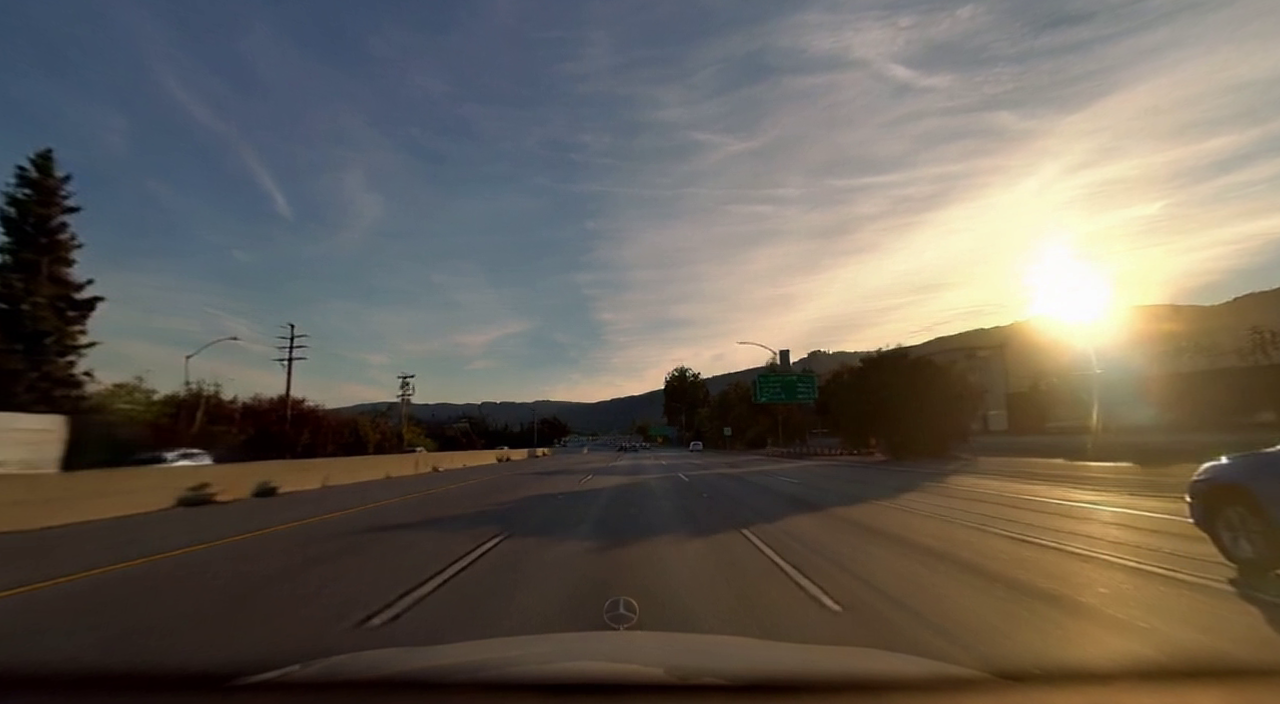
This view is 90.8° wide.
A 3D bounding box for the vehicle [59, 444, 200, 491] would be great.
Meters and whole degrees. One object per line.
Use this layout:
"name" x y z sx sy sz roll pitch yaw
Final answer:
"vehicle" -21.933 4.949 27.468 2.079 1.822 4.786 0 -8 0
